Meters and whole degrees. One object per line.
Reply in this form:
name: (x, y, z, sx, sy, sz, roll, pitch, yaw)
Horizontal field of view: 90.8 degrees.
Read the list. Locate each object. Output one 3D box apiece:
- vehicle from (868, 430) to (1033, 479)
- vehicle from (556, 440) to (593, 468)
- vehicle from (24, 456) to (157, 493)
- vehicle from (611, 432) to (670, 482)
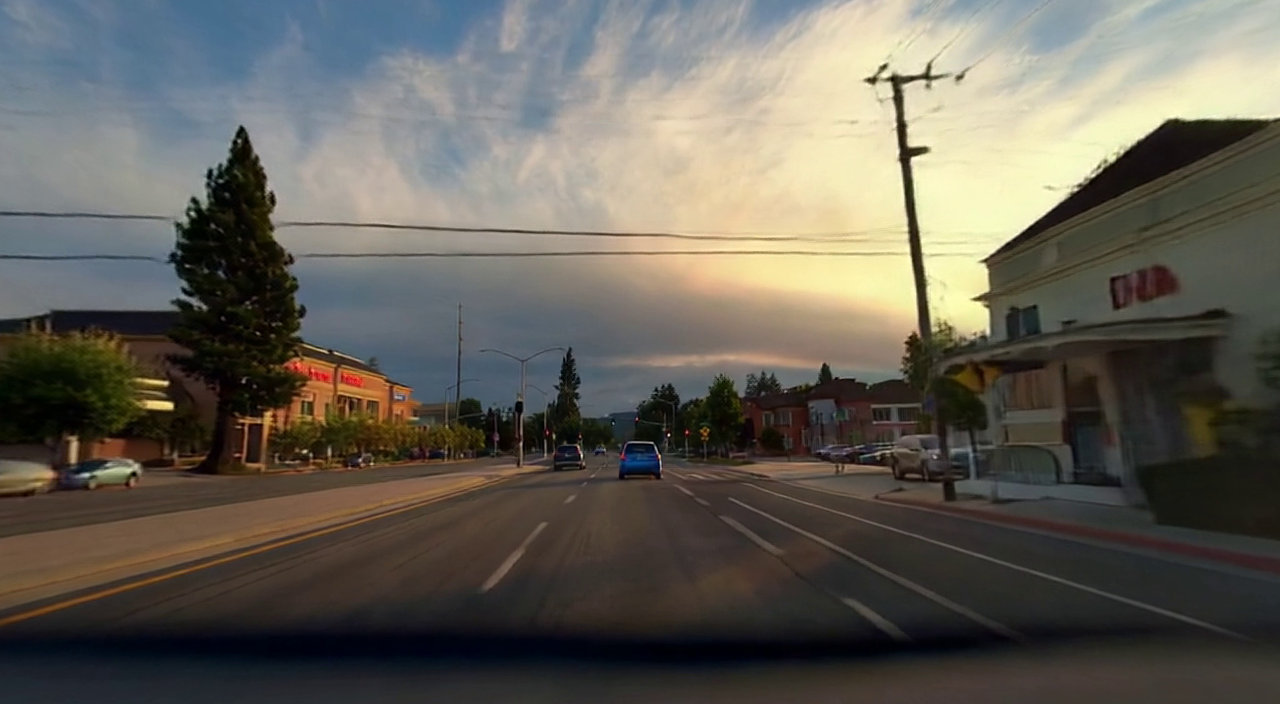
vehicle: (12.399, 4.123, 25.544, 5.506, 1.850, 2.156, 0, -9, 0)
vehicle: (-4.530, 7.180, 44.541, 2.202, 1.856, 4.516, 0, -8, -1)
vehicle: (-26.247, 5.826, 30.472, 1.955, 1.540, 5.041, 0, -9, -1)
vehicle: (-0.043, 4.450, 26.998, 2.273, 1.909, 5.075, 0, -9, -1)
